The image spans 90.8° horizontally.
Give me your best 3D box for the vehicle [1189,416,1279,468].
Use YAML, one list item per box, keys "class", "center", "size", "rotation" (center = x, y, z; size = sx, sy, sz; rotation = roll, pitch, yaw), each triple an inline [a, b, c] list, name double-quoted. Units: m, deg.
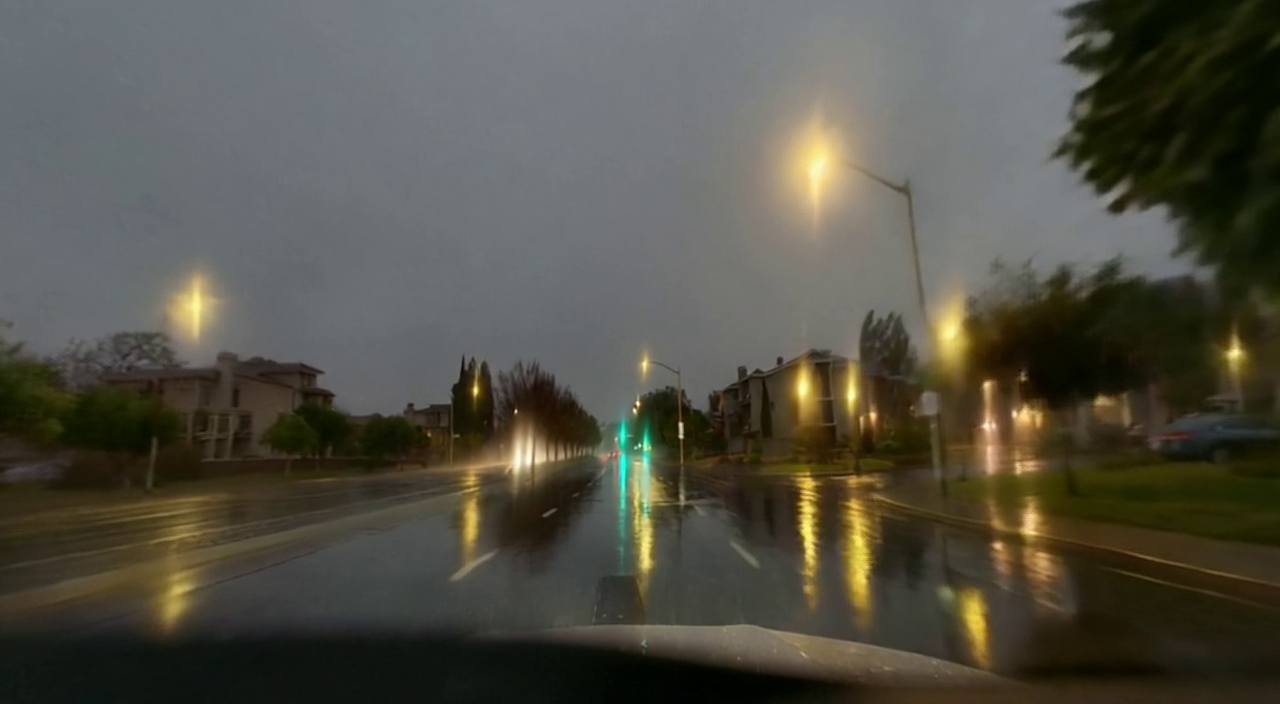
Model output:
- class: "vehicle"
  center: [20.084, 2.863, 20.244]
  size: [1.742, 1.545, 3.453]
  rotation: [0, -7, -1]
